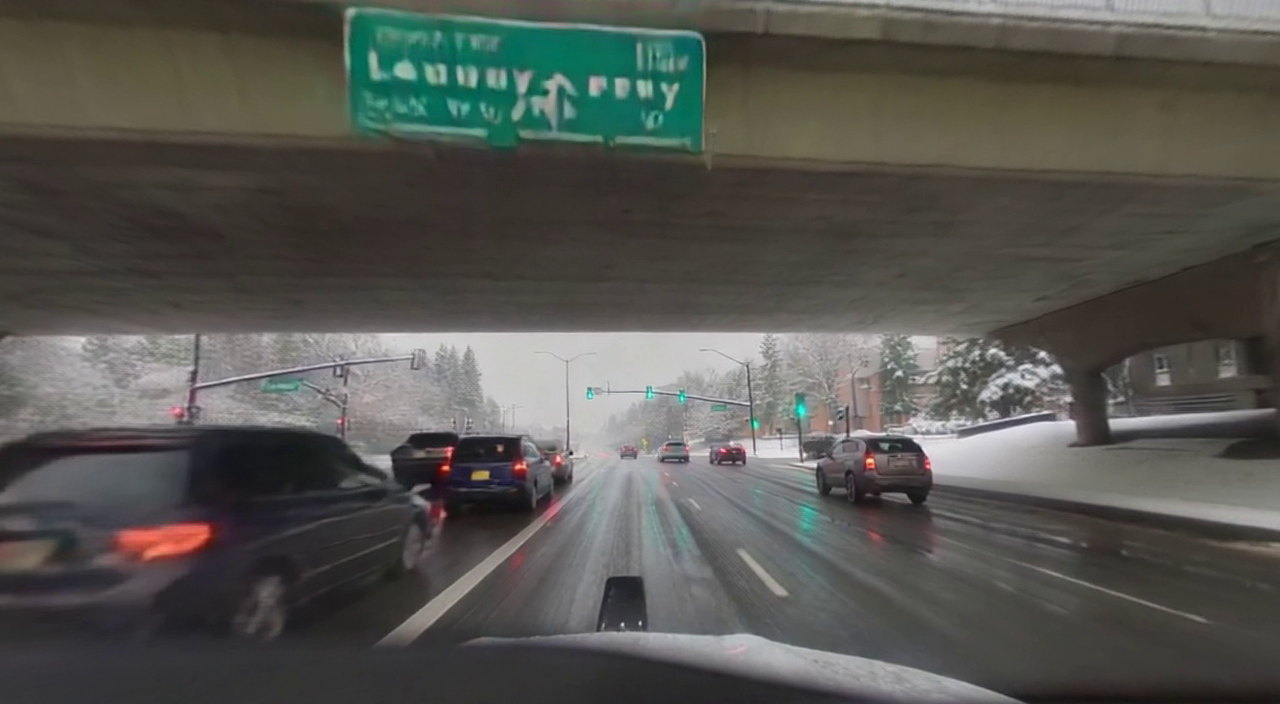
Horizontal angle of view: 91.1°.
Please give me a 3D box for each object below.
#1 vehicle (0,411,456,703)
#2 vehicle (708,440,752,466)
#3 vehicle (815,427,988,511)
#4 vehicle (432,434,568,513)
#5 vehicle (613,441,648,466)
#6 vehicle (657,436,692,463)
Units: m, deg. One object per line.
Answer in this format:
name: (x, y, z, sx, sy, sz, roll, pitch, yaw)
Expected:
vehicle: (-3.245, 1.349, 5.295, 2.041, 1.466, 4.212, 0, -9, 1)
vehicle: (5.504, 6.247, 38.966, 1.924, 1.527, 4.268, 0, -9, -2)
vehicle: (5.796, 2.650, 14.684, 2.056, 1.624, 4.498, 0, -9, -1)
vehicle: (-2.927, 2.649, 14.200, 1.980, 1.491, 4.351, 0, -9, 1)
vehicle: (-0.612, 6.243, 38.807, 2.026, 1.453, 3.780, 0, -9, -2)
vehicle: (2.348, 6.814, 43.862, 2.034, 1.762, 4.420, 0, -9, -2)
